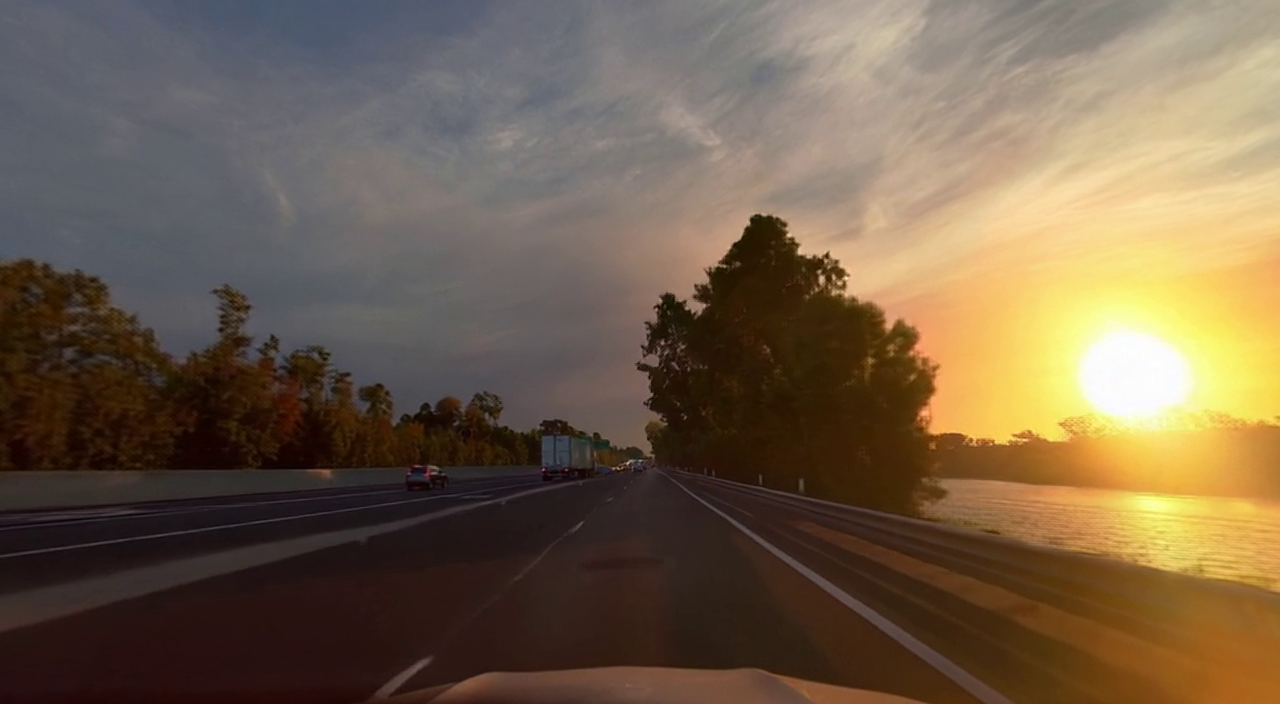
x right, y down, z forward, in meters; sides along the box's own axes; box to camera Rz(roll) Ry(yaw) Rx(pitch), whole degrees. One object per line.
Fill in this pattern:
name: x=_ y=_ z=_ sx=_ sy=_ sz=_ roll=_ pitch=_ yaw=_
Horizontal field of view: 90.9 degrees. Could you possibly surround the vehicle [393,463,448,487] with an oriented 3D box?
vehicle: x=-13.952 y=7.856 z=40.317 sx=1.745 sy=1.430 sz=4.252 roll=0 pitch=-10 yaw=4
